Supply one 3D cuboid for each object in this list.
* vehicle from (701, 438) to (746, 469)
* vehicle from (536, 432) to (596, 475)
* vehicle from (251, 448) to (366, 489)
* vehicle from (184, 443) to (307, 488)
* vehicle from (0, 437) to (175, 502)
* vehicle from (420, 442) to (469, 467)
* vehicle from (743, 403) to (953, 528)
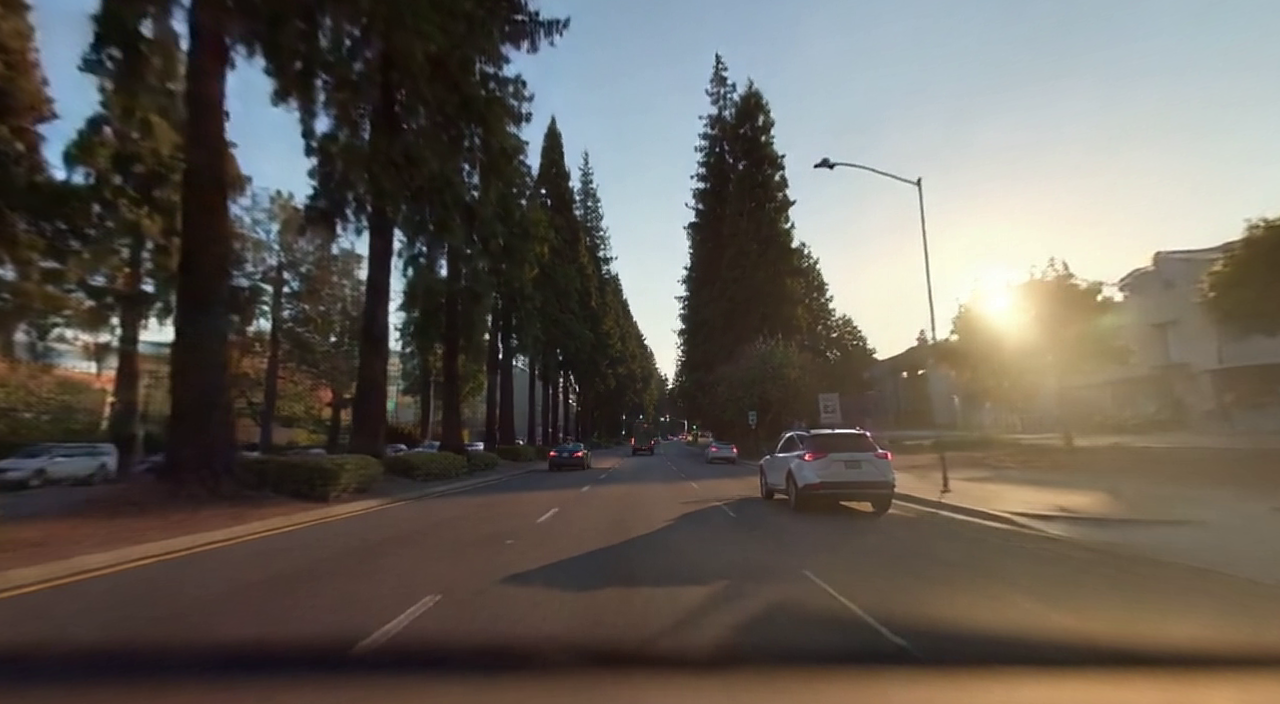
[{"bbox_3d":[4.951,6.077,37.894,2.280,1.757,4.572,-1,-9,3],"label":"vehicle"},{"bbox_3d":[-3.515,4.984,31.058,2.255,1.940,4.822,0,-8,1],"label":"vehicle"},{"bbox_3d":[-13.755,4.818,26.567,2.142,1.528,4.804,0,-9,2],"label":"vehicle"},{"bbox_3d":[-17.174,4.945,27.806,1.965,1.780,5.122,0,-9,2],"label":"vehicle"},{"bbox_3d":[-20.939,4.334,23.803,2.353,2.119,5.625,0,-9,1],"label":"vehicle"},{"bbox_3d":[-13.587,7.131,44.040,2.181,1.604,3.944,0,-9,0],"label":"vehicle"},{"bbox_3d":[3.841,2.272,13.208,2.381,2.008,5.971,0,-9,0],"label":"vehicle"}]
